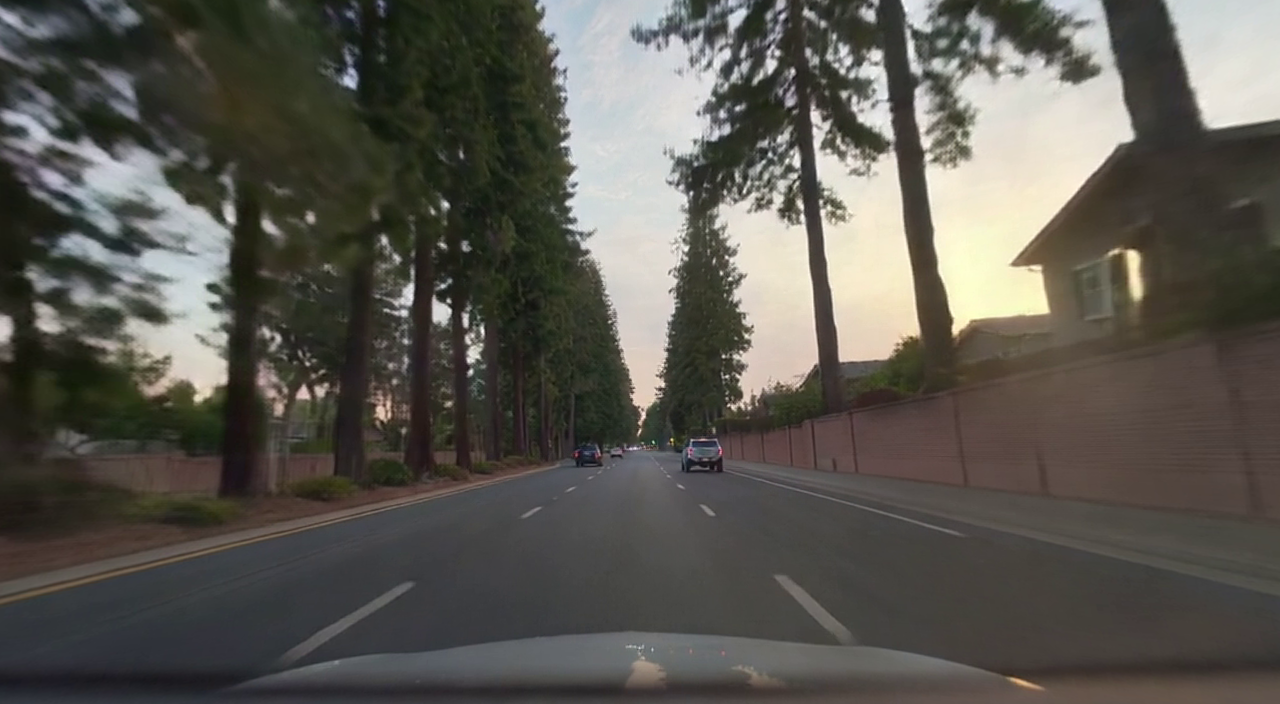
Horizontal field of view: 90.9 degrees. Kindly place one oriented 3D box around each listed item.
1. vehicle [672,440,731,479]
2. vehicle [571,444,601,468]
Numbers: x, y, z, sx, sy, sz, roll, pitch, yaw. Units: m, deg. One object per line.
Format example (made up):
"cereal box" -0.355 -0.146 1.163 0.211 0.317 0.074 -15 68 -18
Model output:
"vehicle" 2.884 5.165 30.604 2.321 1.695 5.037 0 -8 0
"vehicle" -4.224 8.132 49.655 2.002 1.747 4.728 0 -8 -1
